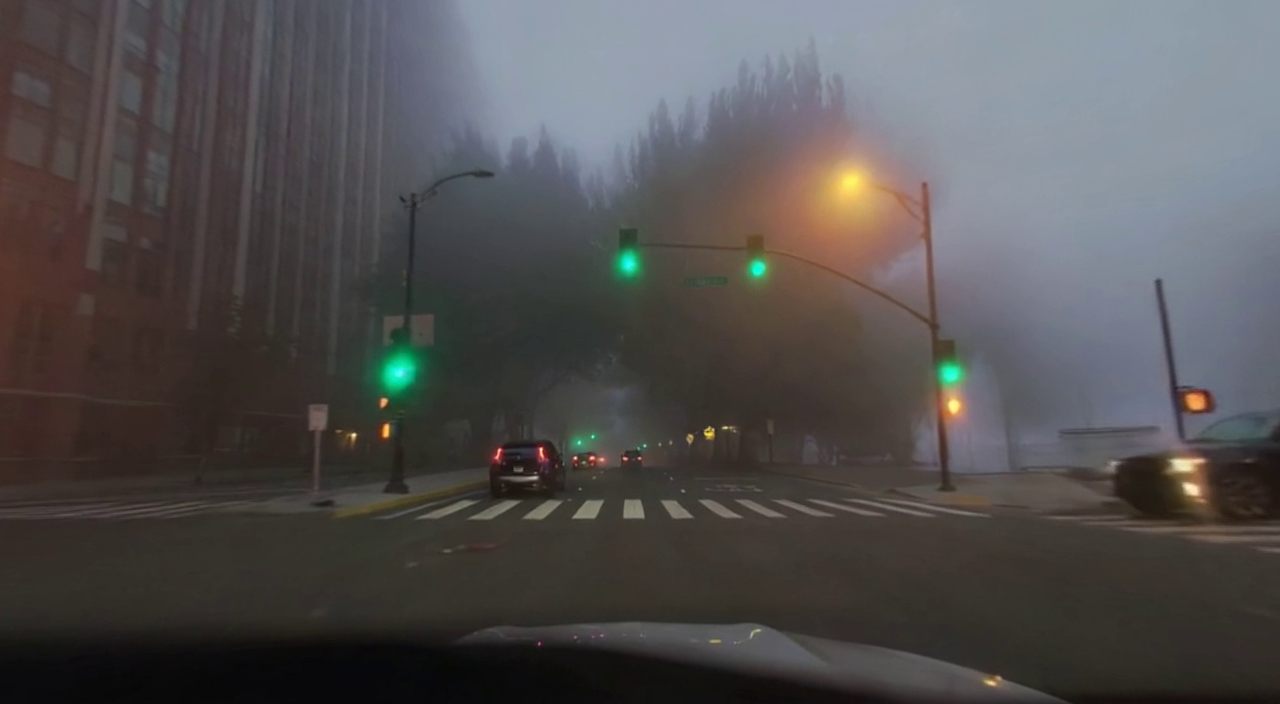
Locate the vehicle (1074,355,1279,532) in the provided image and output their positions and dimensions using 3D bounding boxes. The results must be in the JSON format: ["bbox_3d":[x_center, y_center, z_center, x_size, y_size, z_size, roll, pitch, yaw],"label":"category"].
[{"bbox_3d":[11.929,1.480,11.283,6.233,2.668,2.627,-3,-9,-3],"label":"vehicle"}]

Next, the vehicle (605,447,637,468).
[{"bbox_3d":[-1.404,7.610,45.590,2.095,1.438,3.843,1,-9,-5],"label":"vehicle"}]

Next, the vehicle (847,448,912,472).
[{"bbox_3d":[16.807,7.592,44.393,3.757,1.383,1.817,-2,-6,-3],"label":"vehicle"}]

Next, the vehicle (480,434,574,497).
[{"bbox_3d":[-3.372,3.494,19.783,2.116,1.725,4.315,0,-9,0],"label":"vehicle"}]
